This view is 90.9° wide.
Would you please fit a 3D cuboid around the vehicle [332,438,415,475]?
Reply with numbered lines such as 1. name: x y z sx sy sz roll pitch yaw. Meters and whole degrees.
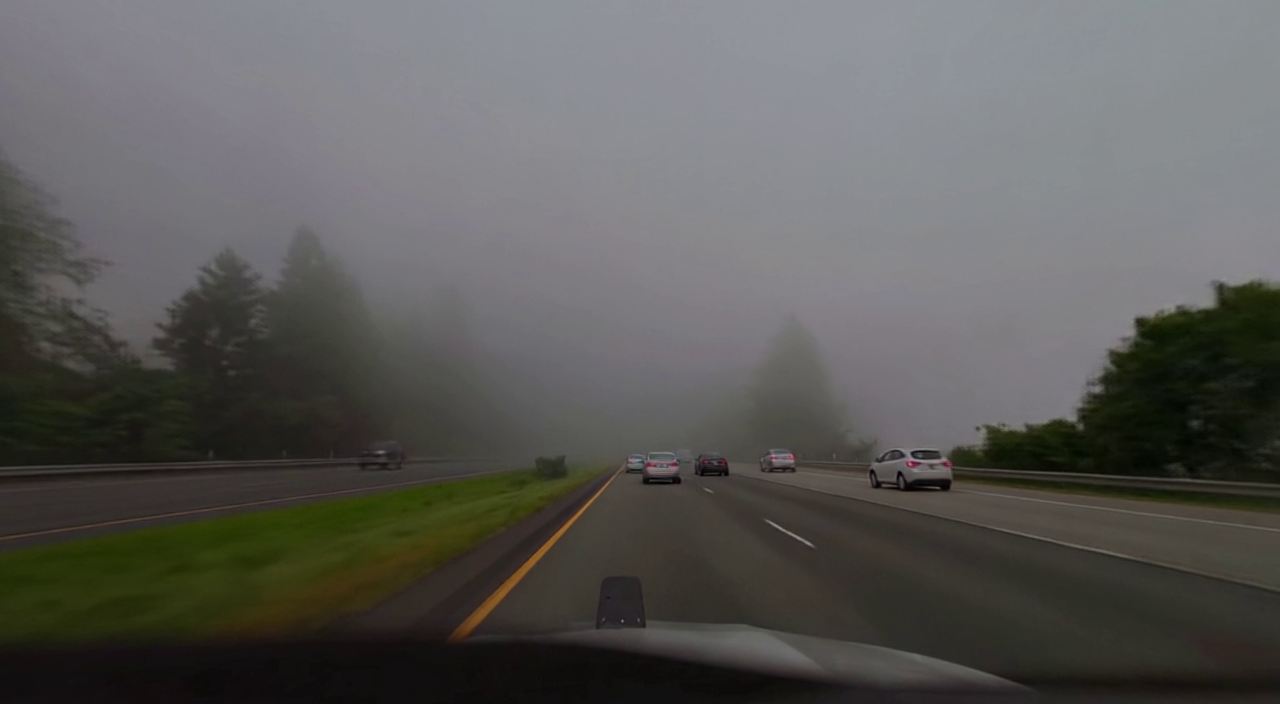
1. vehicle: -12.147 4.800 29.028 1.950 1.566 4.141 0 -9 0

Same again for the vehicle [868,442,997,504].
1. vehicle: 8.233 3.416 18.160 1.847 1.554 3.752 0 -9 -1

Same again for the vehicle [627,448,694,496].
1. vehicle: 0.629 3.965 21.110 2.020 1.426 3.702 0 -9 0

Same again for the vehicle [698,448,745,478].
1. vehicle: 4.364 5.993 34.256 1.981 1.518 4.029 0 -9 -1

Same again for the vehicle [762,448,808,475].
1. vehicle: 9.104 6.865 39.810 1.957 1.594 3.632 0 -9 -1
